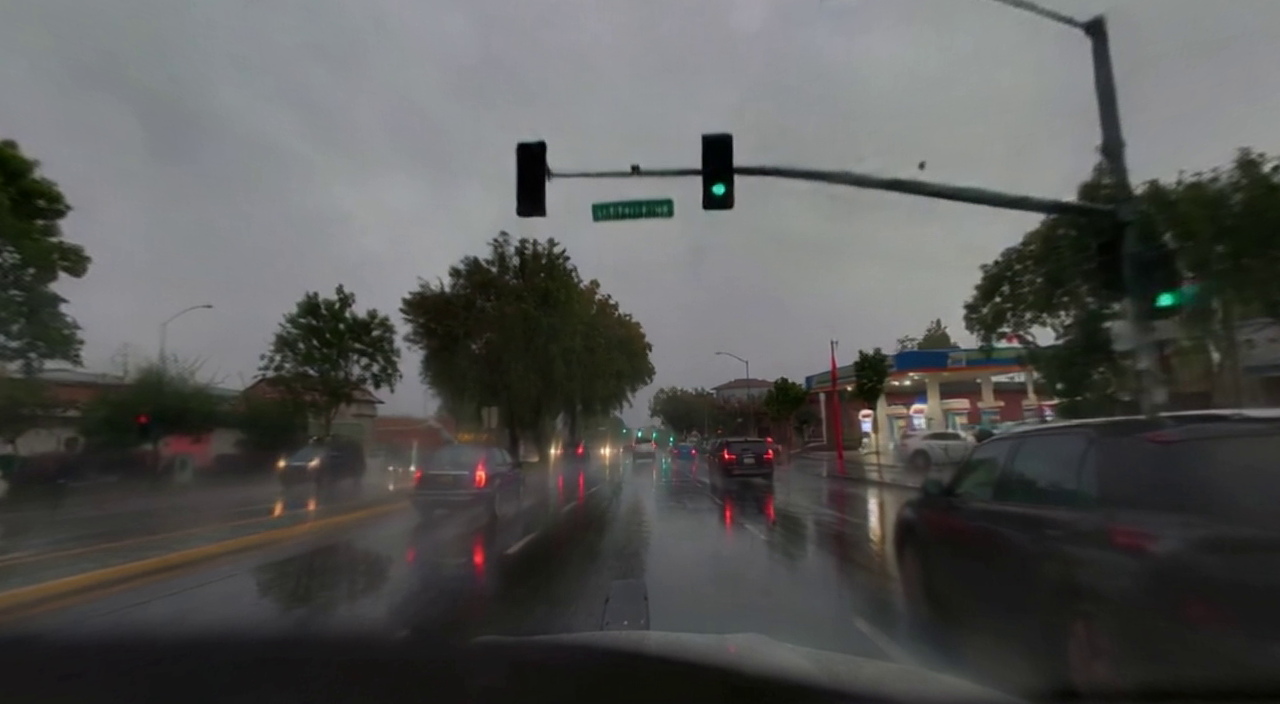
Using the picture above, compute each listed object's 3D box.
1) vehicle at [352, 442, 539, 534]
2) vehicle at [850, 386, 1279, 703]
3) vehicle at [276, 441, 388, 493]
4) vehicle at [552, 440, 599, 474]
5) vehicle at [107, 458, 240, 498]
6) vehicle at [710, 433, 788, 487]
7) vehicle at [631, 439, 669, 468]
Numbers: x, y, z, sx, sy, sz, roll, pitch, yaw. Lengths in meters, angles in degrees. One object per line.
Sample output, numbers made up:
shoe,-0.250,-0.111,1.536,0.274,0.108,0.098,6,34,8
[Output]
vehicle,-3.275,2.372,11.707,2.013,1.354,4.393,0,-8,1
vehicle,3.152,1.190,4.304,1.919,1.502,4.572,0,-8,1
vehicle,-11.716,4.360,24.398,2.012,1.781,4.599,0,-8,0
vehicle,-3.318,5.480,33.211,1.988,1.645,3.995,0,-8,1
vehicle,-20.518,5.531,28.057,2.223,1.461,4.721,0,-8,2
vehicle,3.830,3.879,23.008,1.980,1.709,4.813,0,-8,0
vehicle,0.600,6.229,38.740,2.192,1.674,4.124,0,-8,0
